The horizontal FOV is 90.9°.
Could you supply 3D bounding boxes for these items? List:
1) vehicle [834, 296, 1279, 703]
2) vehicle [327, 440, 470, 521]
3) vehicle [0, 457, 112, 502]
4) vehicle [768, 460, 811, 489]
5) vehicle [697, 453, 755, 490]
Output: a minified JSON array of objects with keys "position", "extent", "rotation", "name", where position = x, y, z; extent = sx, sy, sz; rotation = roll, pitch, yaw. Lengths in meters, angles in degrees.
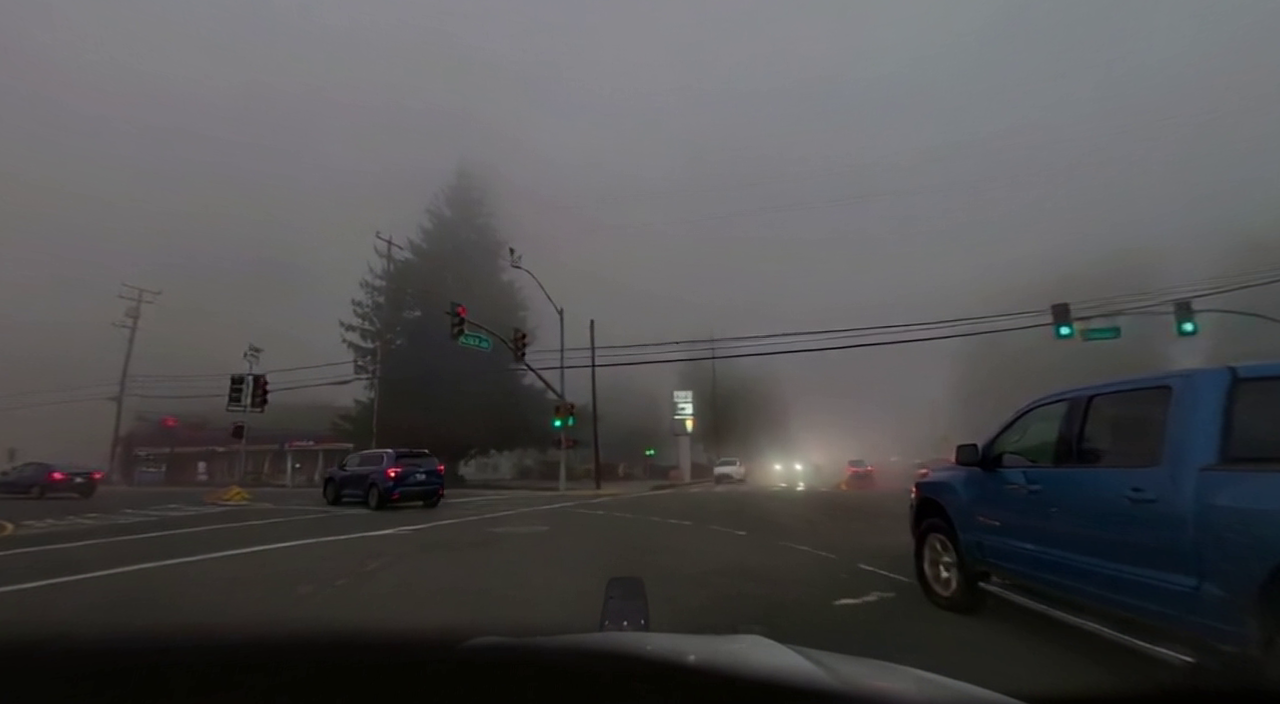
[{"position":[3.272,1.024,4.253],"extent":[2.036,1.818,5.192],"rotation":[0,-9,-3],"name":"vehicle"},{"position":[-6.733,3.407,17.238],"extent":[2.141,1.842,4.889],"rotation":[7,-12,-38],"name":"vehicle"},{"position":[-25.071,5.356,26.641],"extent":[4.498,1.725,1.921],"rotation":[-4,-10,18],"name":"vehicle"},{"position":[8.564,6.909,35.826],"extent":[1.856,1.448,4.455],"rotation":[-4,-10,19],"name":"vehicle"},{"position":[5.014,6.713,35.896],"extent":[2.303,1.895,5.301],"rotation":[-4,-10,18],"name":"vehicle"}]
